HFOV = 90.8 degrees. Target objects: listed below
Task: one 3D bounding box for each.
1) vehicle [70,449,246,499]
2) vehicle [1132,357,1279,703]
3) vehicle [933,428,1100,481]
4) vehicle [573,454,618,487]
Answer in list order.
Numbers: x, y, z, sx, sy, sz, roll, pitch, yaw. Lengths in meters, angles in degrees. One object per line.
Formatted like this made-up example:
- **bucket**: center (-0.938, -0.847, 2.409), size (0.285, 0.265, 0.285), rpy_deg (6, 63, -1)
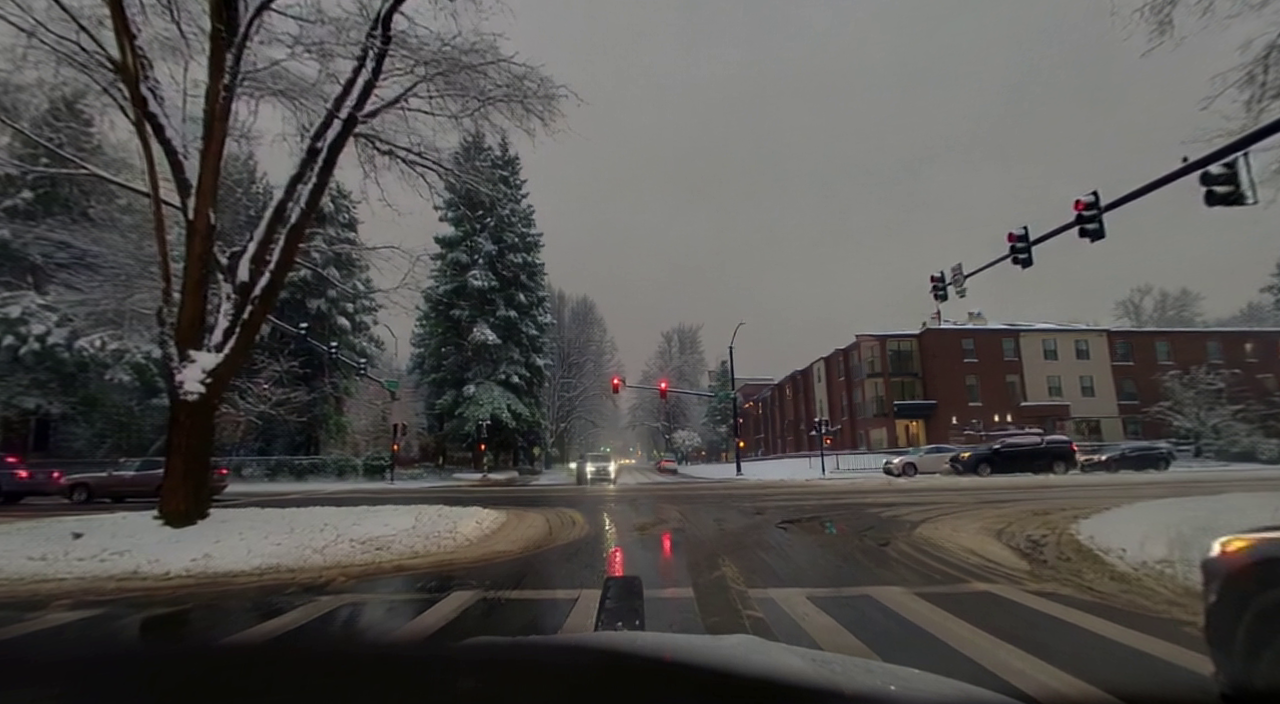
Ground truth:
- **vehicle**: center (-18.730, 4.763, 24.795), size (4.798, 1.763, 2.536), rpy_deg (0, -10, 0)
- **vehicle**: center (3.756, 0.668, 1.396), size (2.227, 1.705, 4.719), rpy_deg (-2, -8, 11)
- **vehicle**: center (17.651, 4.844, 29.925), size (6.109, 2.348, 2.683), rpy_deg (0, -8, 0)
- **vehicle**: center (-2.761, 7.142, 38.324), size (2.162, 1.740, 4.728), rpy_deg (1, -8, -10)
